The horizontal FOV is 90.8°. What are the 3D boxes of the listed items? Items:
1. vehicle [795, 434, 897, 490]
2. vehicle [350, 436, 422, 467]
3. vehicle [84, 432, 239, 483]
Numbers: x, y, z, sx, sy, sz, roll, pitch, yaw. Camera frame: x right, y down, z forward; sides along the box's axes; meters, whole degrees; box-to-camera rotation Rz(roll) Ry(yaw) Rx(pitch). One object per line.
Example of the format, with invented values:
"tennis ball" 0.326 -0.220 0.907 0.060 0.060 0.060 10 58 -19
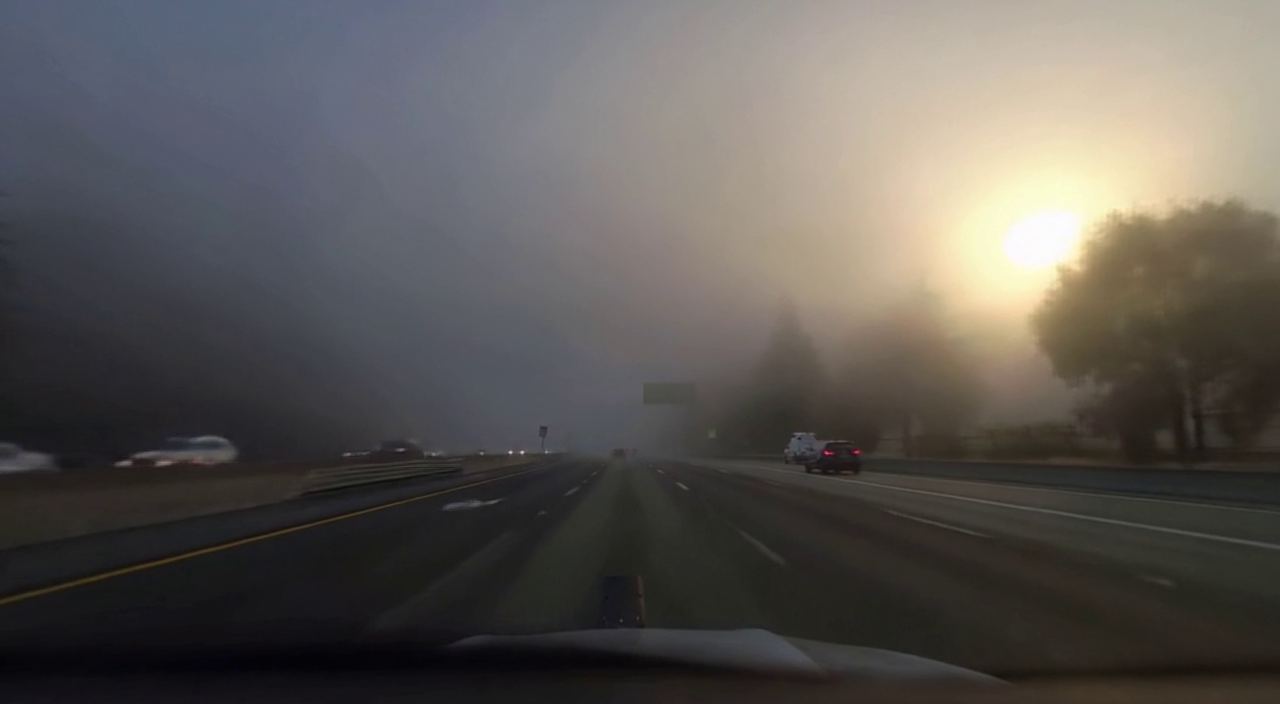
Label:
"vehicle" 6.948 3.749 21.811 2.081 1.705 3.926 0 -9 -1
"vehicle" -14.358 5.665 35.993 2.189 1.641 4.696 0 -9 -1
"vehicle" -17.862 3.981 23.998 1.948 1.706 5.045 0 -9 0
